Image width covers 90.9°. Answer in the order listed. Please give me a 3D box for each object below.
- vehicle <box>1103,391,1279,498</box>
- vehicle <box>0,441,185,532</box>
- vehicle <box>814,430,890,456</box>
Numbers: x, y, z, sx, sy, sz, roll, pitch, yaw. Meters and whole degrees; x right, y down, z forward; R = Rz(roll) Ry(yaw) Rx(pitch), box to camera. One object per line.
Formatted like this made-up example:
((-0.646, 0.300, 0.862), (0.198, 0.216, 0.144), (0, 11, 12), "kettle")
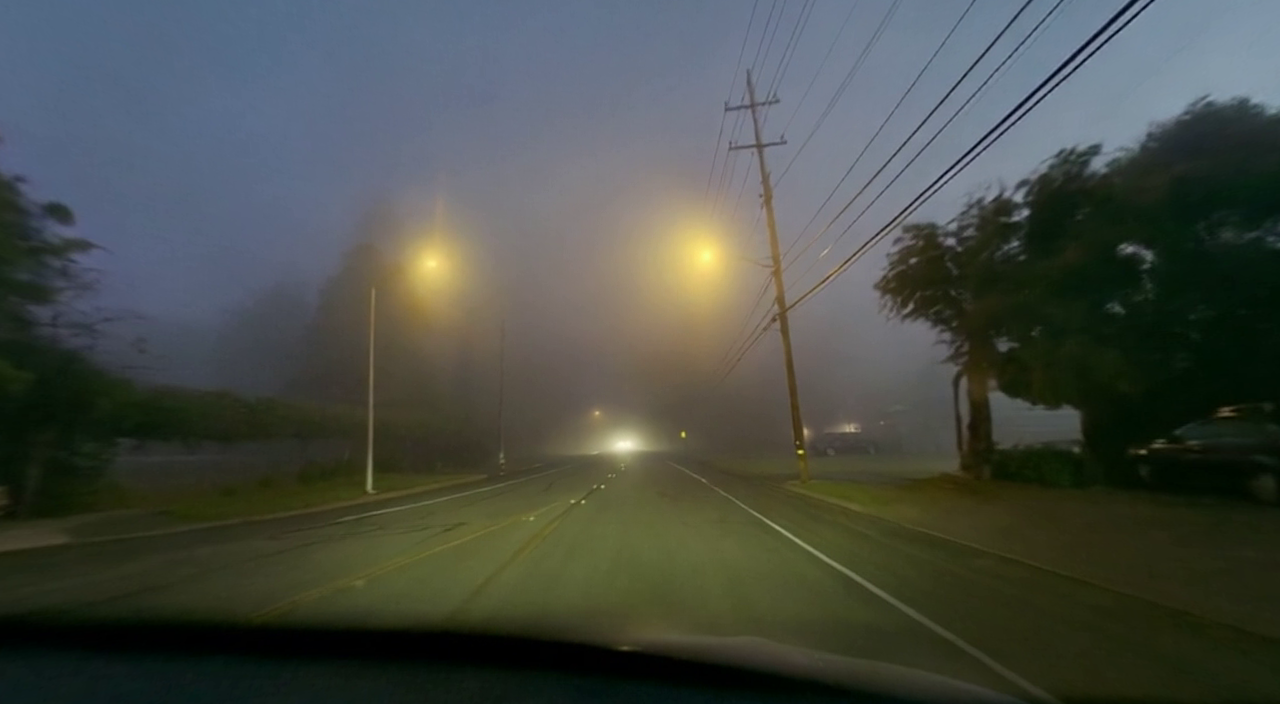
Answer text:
((11.405, 1.623, 11.577), (1.965, 1.680, 5.338), (-8, -10, 4), "vehicle")
((-14.202, 3.064, 15.087), (5.038, 1.774, 2.764), (-2, -7, 17), "vehicle")
((14.720, 6.340, 43.897), (4.512, 1.701, 2.017), (0, -9, -1), "vehicle")
